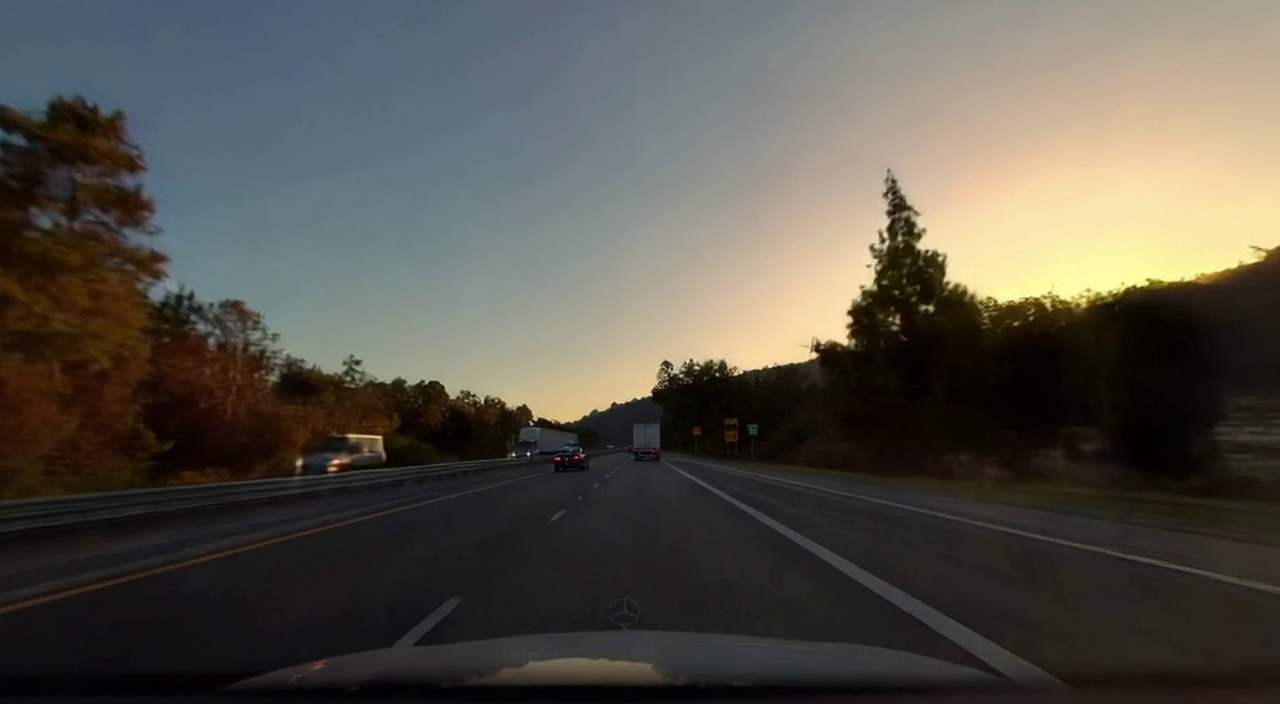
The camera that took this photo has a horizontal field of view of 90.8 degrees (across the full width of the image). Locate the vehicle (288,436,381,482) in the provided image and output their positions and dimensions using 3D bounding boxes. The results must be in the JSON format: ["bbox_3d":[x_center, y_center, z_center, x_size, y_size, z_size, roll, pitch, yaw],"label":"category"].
[{"bbox_3d":[-17.494,6.159,36.559,2.252,2.427,6.092,-1,-9,0],"label":"vehicle"}]

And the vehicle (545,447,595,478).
[{"bbox_3d":[-3.448,5.520,31.800,1.955,1.438,4.100,-1,-9,1],"label":"vehicle"}]
